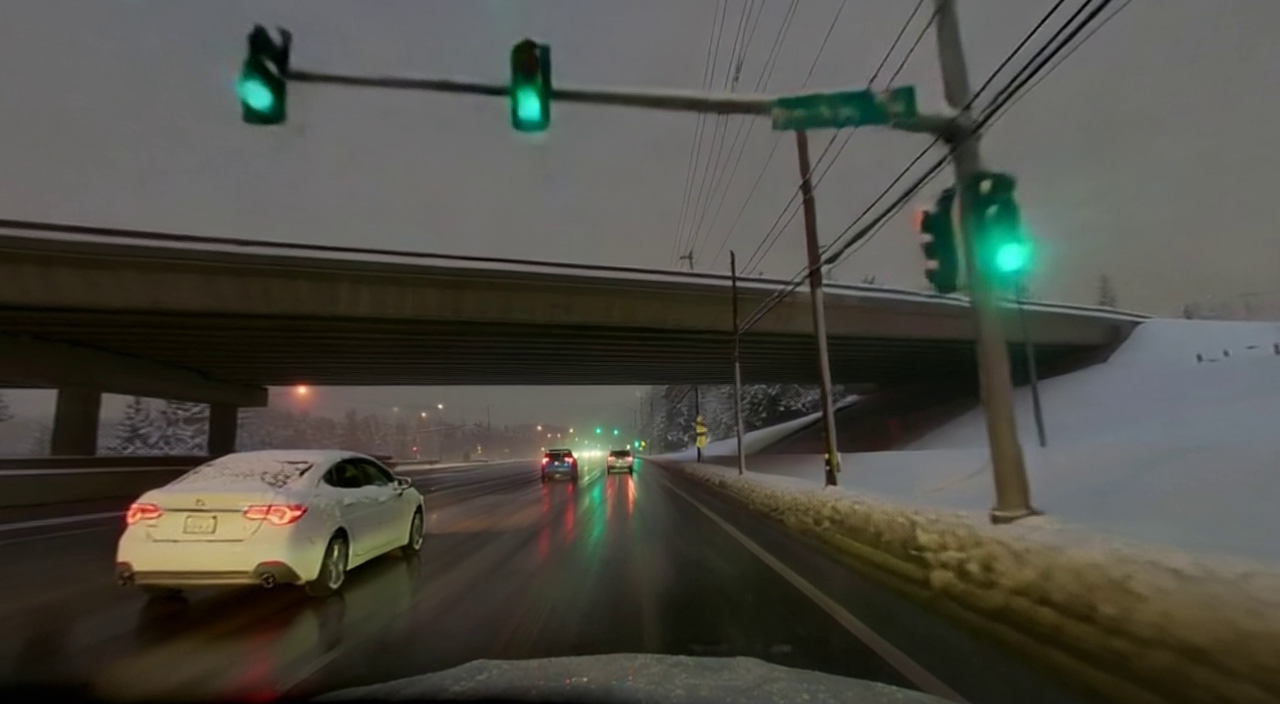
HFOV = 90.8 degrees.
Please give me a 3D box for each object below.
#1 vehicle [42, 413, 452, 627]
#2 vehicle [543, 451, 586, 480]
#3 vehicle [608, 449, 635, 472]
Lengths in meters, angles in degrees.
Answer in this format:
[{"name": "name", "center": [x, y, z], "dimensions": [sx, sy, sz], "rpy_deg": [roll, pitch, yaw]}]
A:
[{"name": "vehicle", "center": [-3.743, 1.644, 7.191], "dimensions": [1.925, 1.666, 4.271], "rpy_deg": [0, -8, -1]}, {"name": "vehicle", "center": [-4.059, 6.151, 34.582], "dimensions": [1.946, 1.437, 4.154], "rpy_deg": [0, -8, -1]}, {"name": "vehicle", "center": [-1.417, 8.192, 47.837], "dimensions": [1.985, 1.565, 3.968], "rpy_deg": [0, -8, -2]}]
